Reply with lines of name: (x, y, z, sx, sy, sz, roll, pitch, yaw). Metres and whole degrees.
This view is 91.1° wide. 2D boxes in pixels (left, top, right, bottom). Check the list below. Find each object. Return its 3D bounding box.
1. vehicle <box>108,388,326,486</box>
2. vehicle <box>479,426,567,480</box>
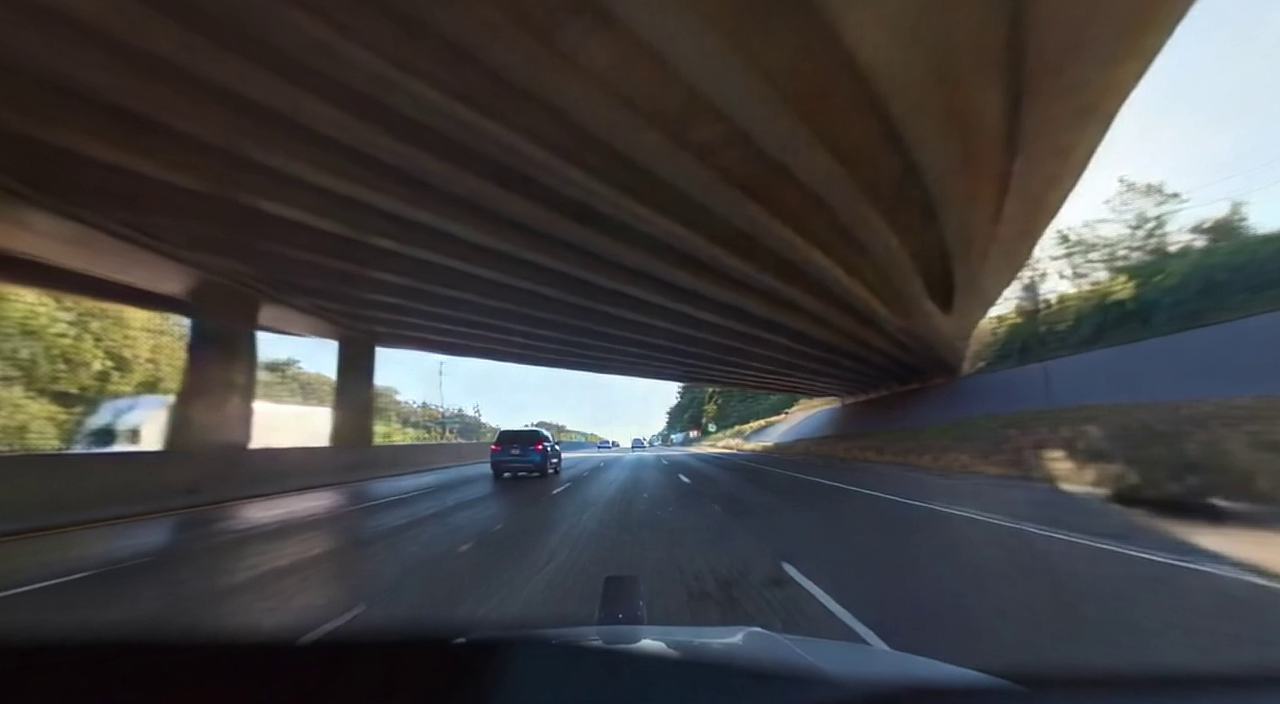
vehicle: (-17.280, 3.649, 26.866, 2.919, 3.464, 9.114, 0, -8, 0)
vehicle: (-3.915, 3.458, 21.795, 2.125, 1.662, 4.336, 0, -8, 1)
